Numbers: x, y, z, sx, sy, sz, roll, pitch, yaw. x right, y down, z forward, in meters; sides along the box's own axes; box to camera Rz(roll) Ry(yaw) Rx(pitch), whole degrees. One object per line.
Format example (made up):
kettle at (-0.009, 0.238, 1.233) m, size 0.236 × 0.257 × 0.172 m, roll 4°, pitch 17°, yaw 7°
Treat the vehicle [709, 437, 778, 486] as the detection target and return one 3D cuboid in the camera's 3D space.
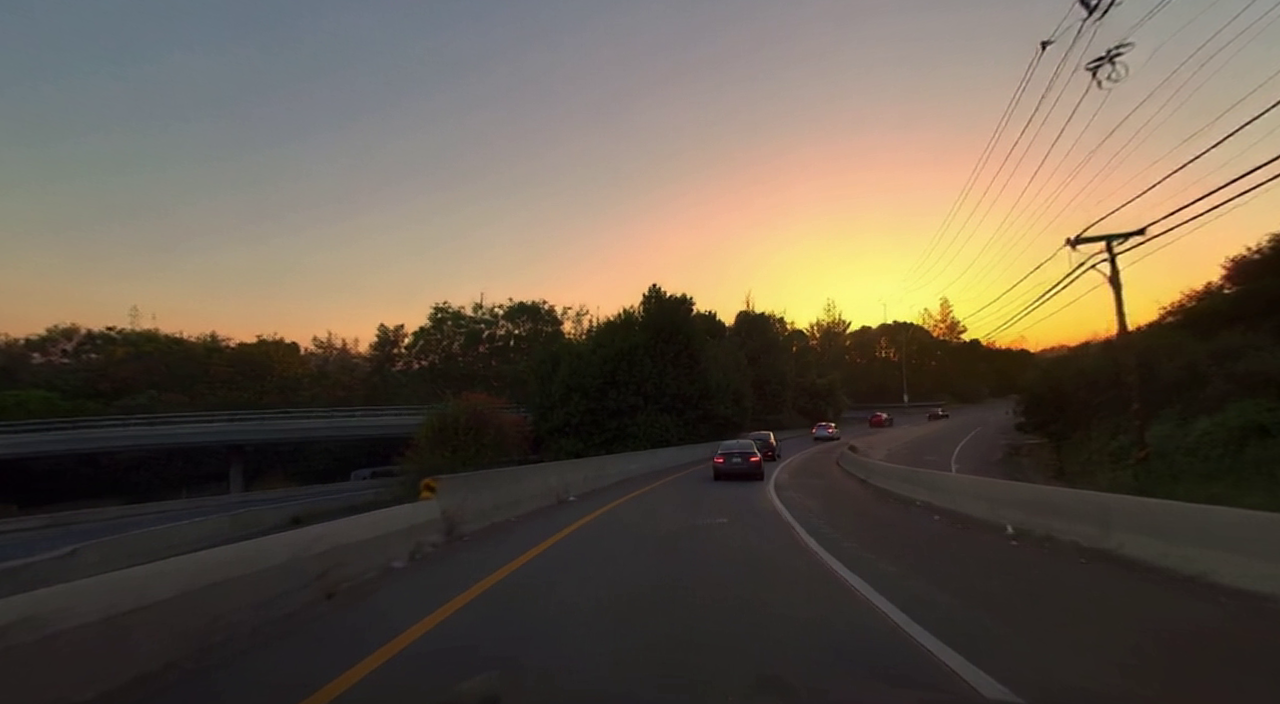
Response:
vehicle at (3.555, 3.685, 21.553) m, size 2.091 × 1.482 × 4.321 m, roll -2°, pitch -9°, yaw 10°
